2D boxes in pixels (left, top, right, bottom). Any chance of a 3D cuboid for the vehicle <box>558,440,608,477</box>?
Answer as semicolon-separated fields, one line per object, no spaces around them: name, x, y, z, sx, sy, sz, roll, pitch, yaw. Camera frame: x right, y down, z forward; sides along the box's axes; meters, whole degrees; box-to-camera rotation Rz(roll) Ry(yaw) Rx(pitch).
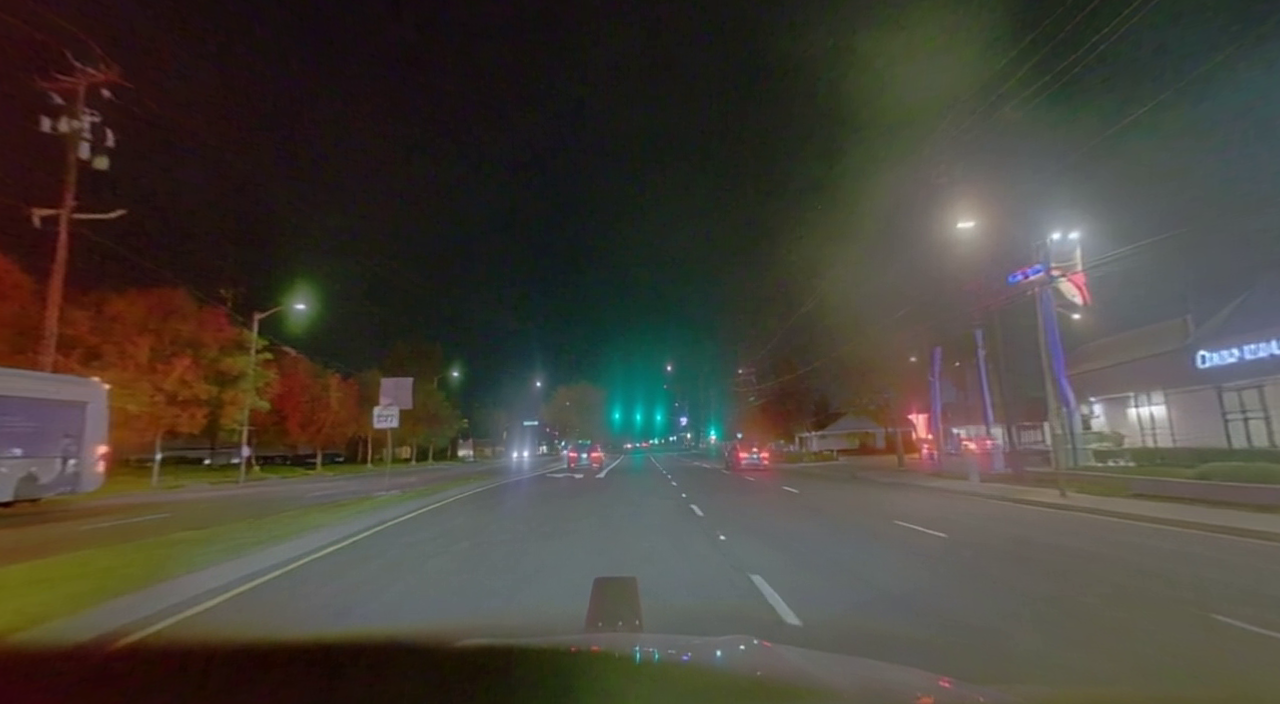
vehicle;-2.564;4.843;29.140;2.072;1.545;4.578;1;-8;-3

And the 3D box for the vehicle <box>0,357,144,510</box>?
vehicle;-19.203;1.705;13.803;3.133;4.167;16.699;0;-8;0

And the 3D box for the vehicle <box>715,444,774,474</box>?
vehicle;5.529;5.714;34.093;2.075;1.475;4.571;1;-8;-4
